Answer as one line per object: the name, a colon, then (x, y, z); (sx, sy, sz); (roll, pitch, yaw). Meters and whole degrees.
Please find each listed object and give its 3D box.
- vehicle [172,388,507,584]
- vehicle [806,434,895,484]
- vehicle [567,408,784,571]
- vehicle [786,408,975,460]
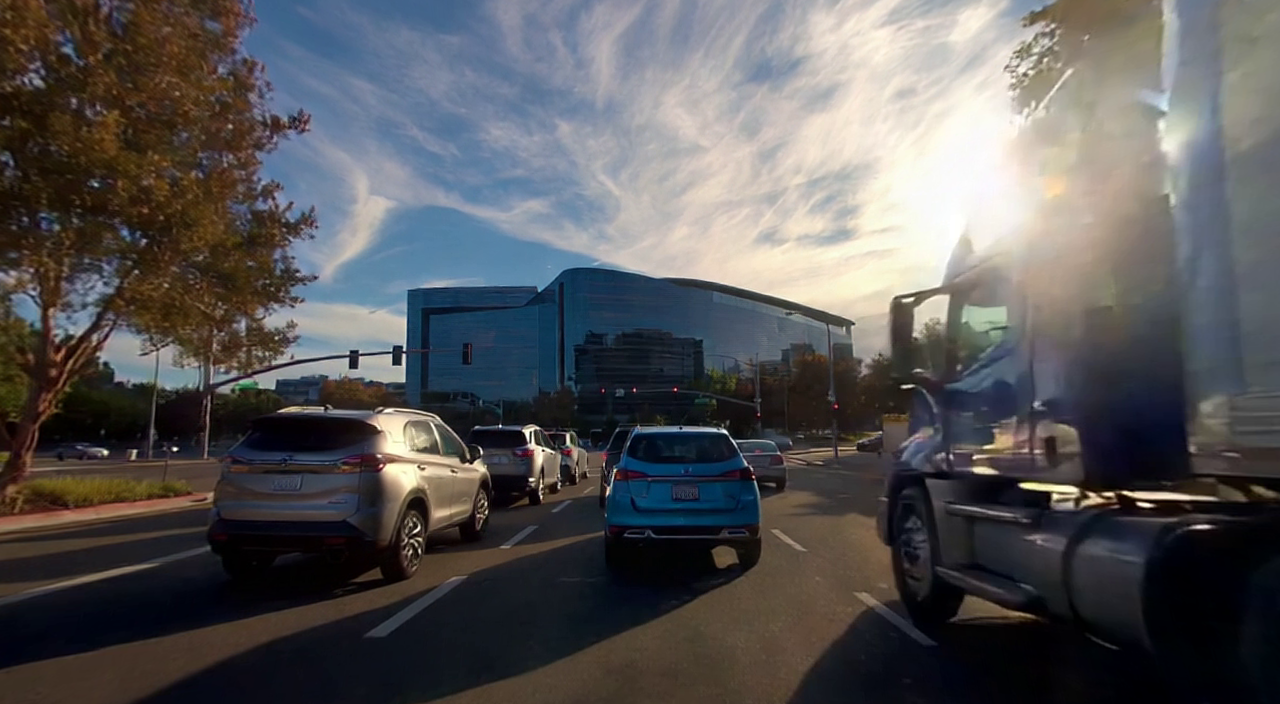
vehicle: (-3.251, 1.562, 8.084); (2.085, 1.812, 4.388); (0, -8, 0)
vehicle: (7.450, 3.805, 22.707); (2.067, 1.599, 4.251); (-1, -8, 5)
vehicle: (0.371, 1.709, 8.547); (2.189, 1.649, 4.171); (0, -8, 0)
vehicle: (15.690, 5.525, 41.778); (11.206, 3.112, 2.993); (-4, -9, 23)
